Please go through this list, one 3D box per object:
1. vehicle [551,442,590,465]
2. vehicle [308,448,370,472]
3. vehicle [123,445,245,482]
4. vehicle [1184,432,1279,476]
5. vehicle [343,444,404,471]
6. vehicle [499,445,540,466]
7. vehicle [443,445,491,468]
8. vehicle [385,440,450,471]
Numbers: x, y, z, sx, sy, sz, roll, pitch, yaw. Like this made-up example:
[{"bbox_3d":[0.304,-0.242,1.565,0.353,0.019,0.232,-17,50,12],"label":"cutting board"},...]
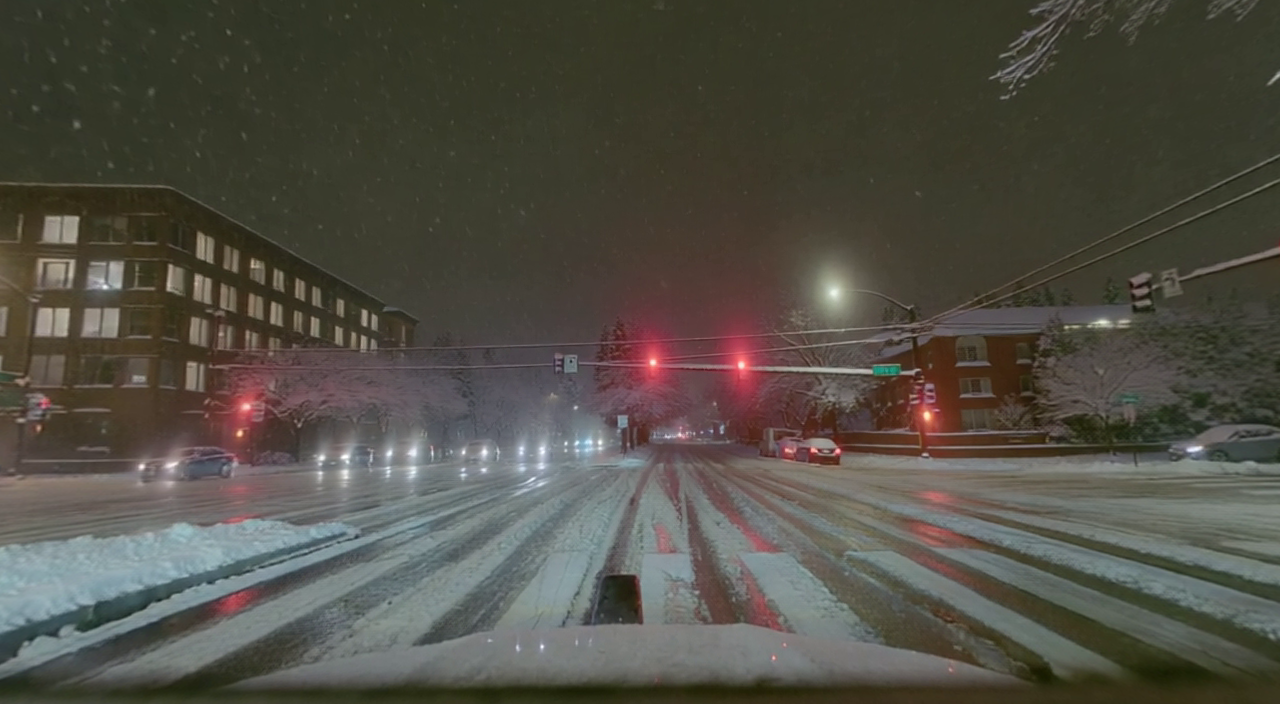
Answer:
[{"bbox_3d":[-4.536,6.711,41.684,1.954,1.431,4.050,-1,-9,2],"label":"vehicle"},{"bbox_3d":[-21.380,7.682,44.955,1.929,1.619,4.577,-1,-9,4],"label":"vehicle"},{"bbox_3d":[-24.661,5.991,34.272,2.032,1.839,4.884,-4,-9,23],"label":"vehicle"},{"bbox_3d":[22.318,3.582,22.241,4.474,1.477,1.908,0,-9,-3],"label":"vehicle"},{"bbox_3d":[-18.559,7.350,44.021,2.237,1.801,4.541,0,-9,1],"label":"vehicle"},{"bbox_3d":[-8.103,7.005,42.607,1.910,1.321,3.692,0,-9,1],"label":"vehicle"},{"bbox_3d":[-11.642,7.078,42.704,1.911,1.476,4.297,-1,-9,2],"label":"vehicle"},{"bbox_3d":[-15.129,7.039,43.156,2.340,1.946,5.450,0,-9,2],"label":"vehicle"}]
